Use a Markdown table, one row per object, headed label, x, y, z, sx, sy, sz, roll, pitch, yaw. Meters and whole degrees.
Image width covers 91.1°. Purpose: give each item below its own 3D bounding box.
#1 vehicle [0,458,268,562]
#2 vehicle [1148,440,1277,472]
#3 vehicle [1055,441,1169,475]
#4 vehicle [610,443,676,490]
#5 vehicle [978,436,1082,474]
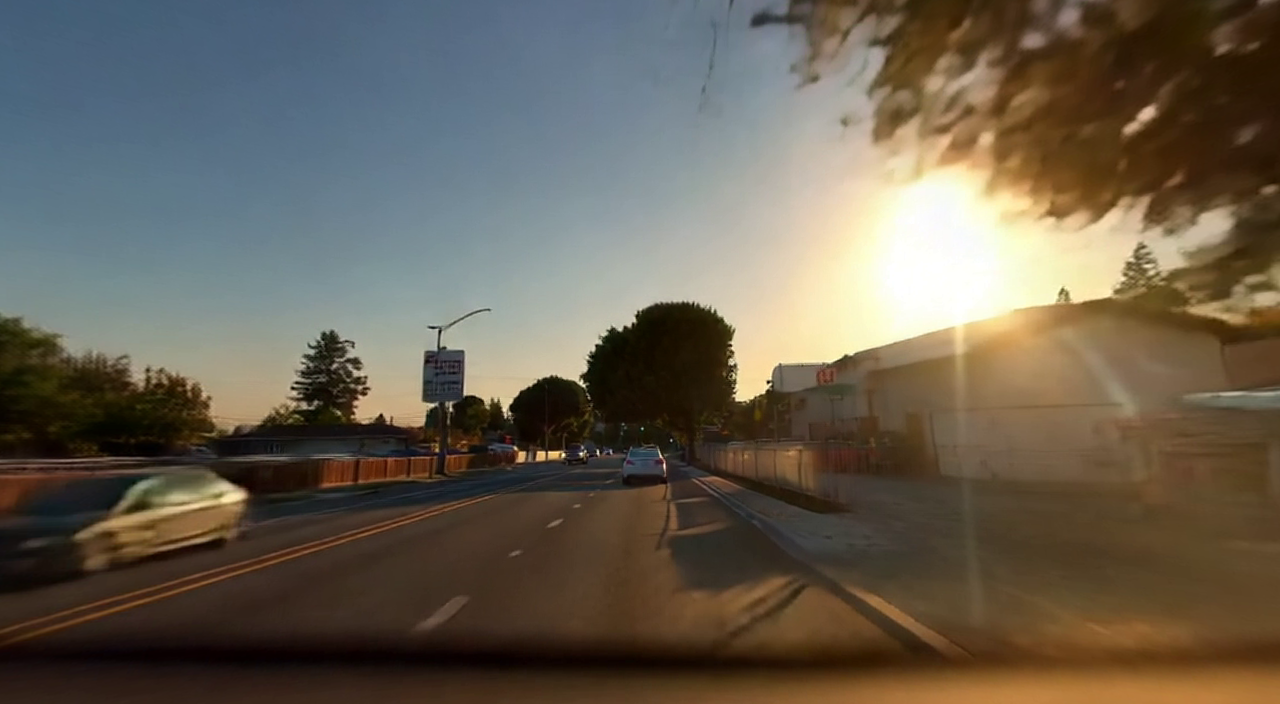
| label | x | y | z | sx | sy | sz | roll | pitch | yaw |
| --- | --- | --- | --- | --- | --- | --- | --- | --- | --- |
| vehicle | -9.465 | 2.832 | 12.019 | 1.956 | 1.527 | 4.365 | 0 | -9 | 1 |
| vehicle | 27.733 | 5.045 | 30.662 | 1.904 | 1.432 | 4.712 | 0 | -9 | 1 |
| vehicle | 21.794 | 4.915 | 29.245 | 1.934 | 1.457 | 4.134 | 1 | -9 | -3 |
| vehicle | 0.107 | 4.049 | 22.482 | 2.144 | 1.514 | 4.063 | 0 | -9 | 0 |
| vehicle | 18.882 | 5.028 | 30.710 | 2.039 | 1.705 | 4.666 | 0 | -9 | 0 |
